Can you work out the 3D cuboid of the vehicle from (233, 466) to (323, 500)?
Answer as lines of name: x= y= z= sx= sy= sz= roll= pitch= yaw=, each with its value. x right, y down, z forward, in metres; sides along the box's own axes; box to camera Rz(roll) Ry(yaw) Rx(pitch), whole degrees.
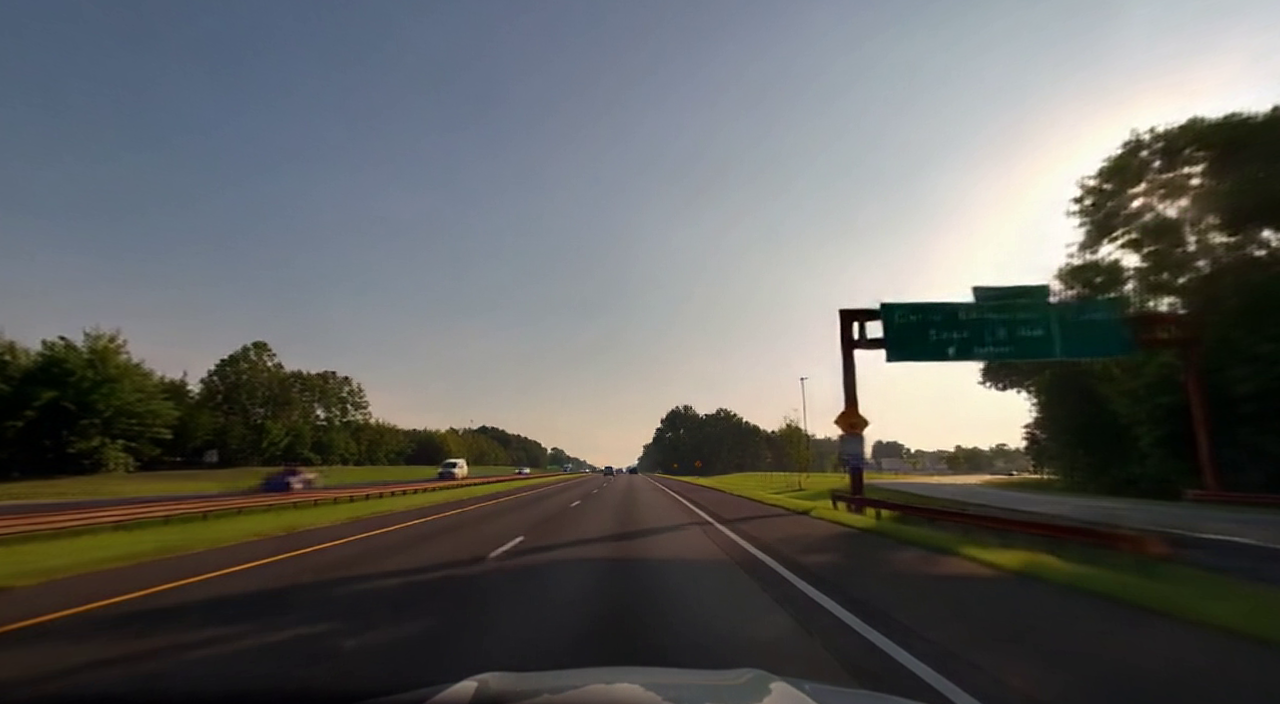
vehicle: x=-16.749 y=6.073 z=29.370 sx=1.856 sy=1.437 sz=3.849 roll=1 pitch=-10 yaw=0
